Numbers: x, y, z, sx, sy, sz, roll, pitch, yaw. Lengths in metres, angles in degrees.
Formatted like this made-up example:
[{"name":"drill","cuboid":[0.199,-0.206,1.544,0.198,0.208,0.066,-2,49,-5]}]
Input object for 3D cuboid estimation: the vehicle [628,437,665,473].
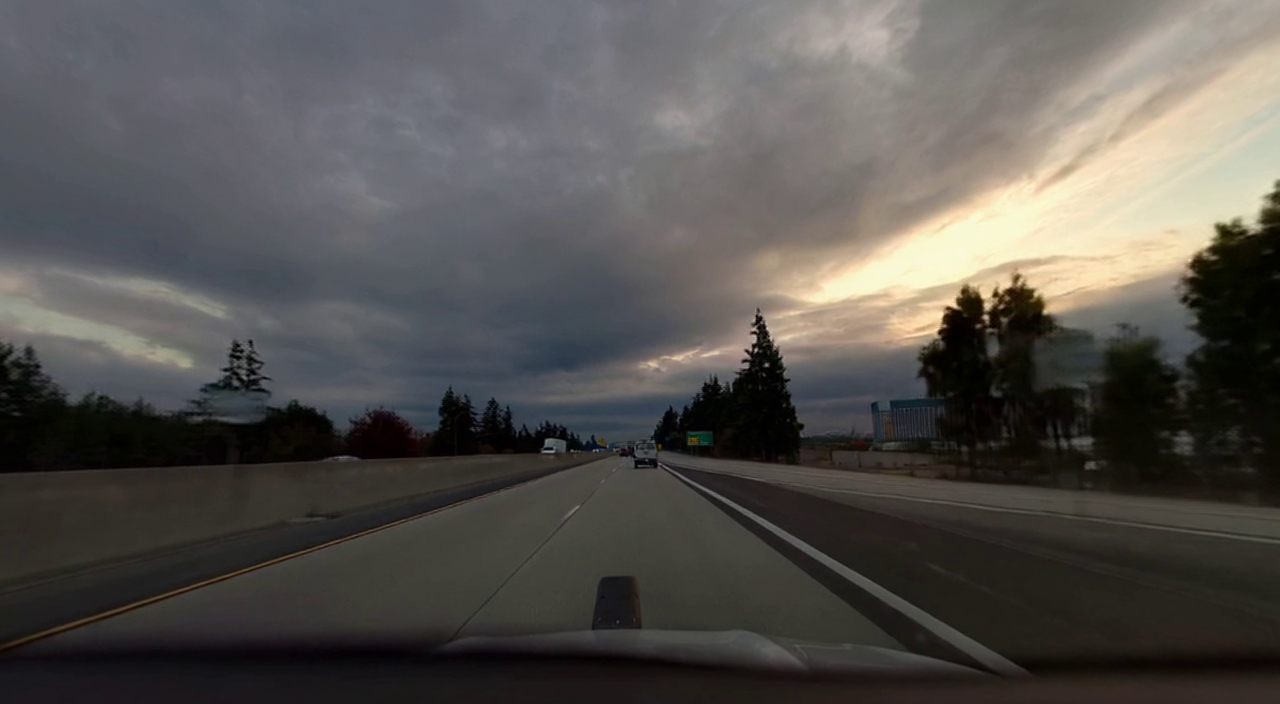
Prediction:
[{"name":"vehicle","cuboid":[0.430,6.604,40.336,2.268,2.122,4.595,-1,-9,1]}]
